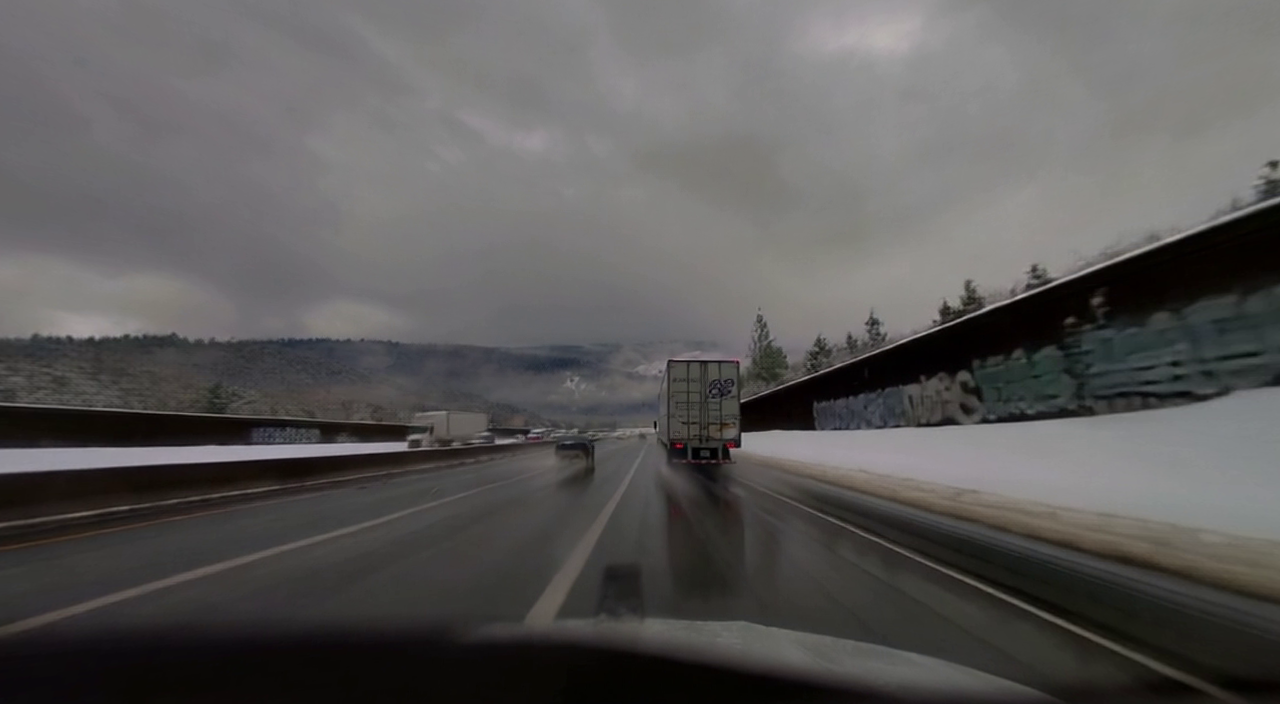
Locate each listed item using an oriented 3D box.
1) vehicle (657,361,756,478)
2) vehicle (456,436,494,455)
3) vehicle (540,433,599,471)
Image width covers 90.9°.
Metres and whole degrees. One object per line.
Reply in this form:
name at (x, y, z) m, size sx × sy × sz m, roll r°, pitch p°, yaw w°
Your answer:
vehicle at (2.280, 2.886, 25.778) m, size 2.921 × 3.765 × 10.773 m, roll 0°, pitch -8°, yaw 0°
vehicle at (-12.891, 7.296, 49.513) m, size 1.812 × 1.402 × 4.019 m, roll 0°, pitch -8°, yaw 1°
vehicle at (-3.084, 4.455, 28.430) m, size 1.982 × 1.535 × 4.519 m, roll 0°, pitch -8°, yaw 2°
